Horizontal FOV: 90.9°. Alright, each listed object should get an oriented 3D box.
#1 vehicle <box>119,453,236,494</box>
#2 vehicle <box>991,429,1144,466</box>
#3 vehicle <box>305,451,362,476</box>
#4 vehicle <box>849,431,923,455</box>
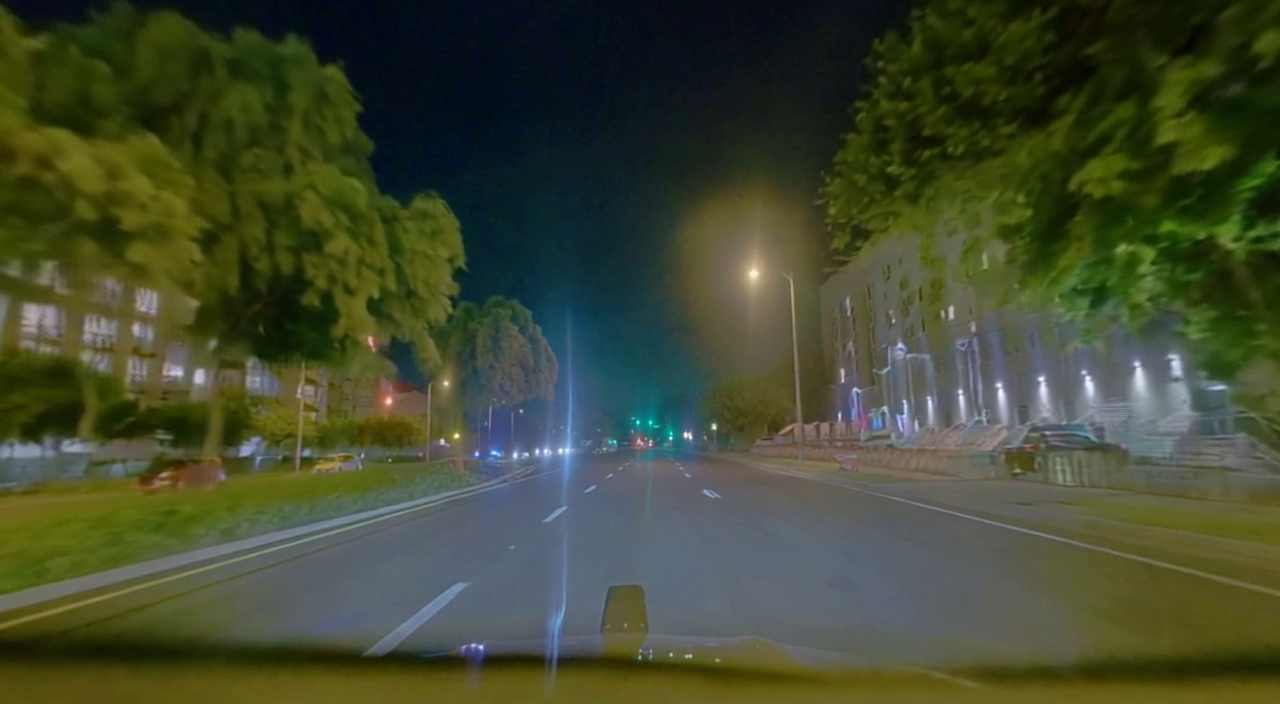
[{"bbox_3d":[-22.764,5.963,31.341,2.067,1.743,5.056,0,-8,-1],"label":"vehicle"},{"bbox_3d":[17.691,3.966,26.265,4.813,1.464,2.073,0,-8,0],"label":"vehicle"},{"bbox_3d":[-22.888,8.309,47.277,1.957,1.672,4.743,0,-8,0],"label":"vehicle"},{"bbox_3d":[17.589,6.533,45.191,4.450,1.643,1.996,0,-8,0],"label":"vehicle"}]
